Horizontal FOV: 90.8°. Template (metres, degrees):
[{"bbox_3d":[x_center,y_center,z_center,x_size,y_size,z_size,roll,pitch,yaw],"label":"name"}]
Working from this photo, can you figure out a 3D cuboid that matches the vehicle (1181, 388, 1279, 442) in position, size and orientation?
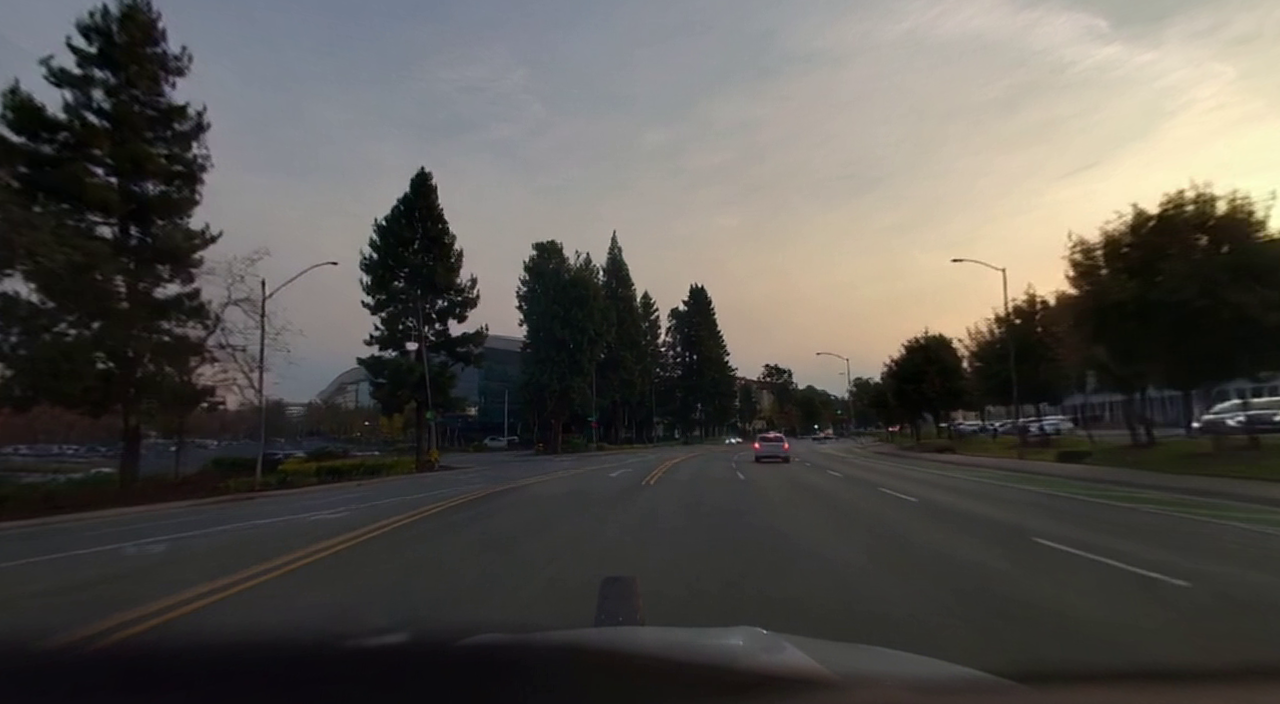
[{"bbox_3d":[22.914,2.309,22.910,4.359,1.849,2.152,-1,-9,7],"label":"vehicle"}]

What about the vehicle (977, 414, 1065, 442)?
[{"bbox_3d":[25.656,5.165,42.720,4.440,1.725,2.255,-1,-9,8],"label":"vehicle"}]

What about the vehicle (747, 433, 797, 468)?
[{"bbox_3d":[6.636,5.026,32.179,2.181,1.639,4.127,-1,-9,7],"label":"vehicle"}]
